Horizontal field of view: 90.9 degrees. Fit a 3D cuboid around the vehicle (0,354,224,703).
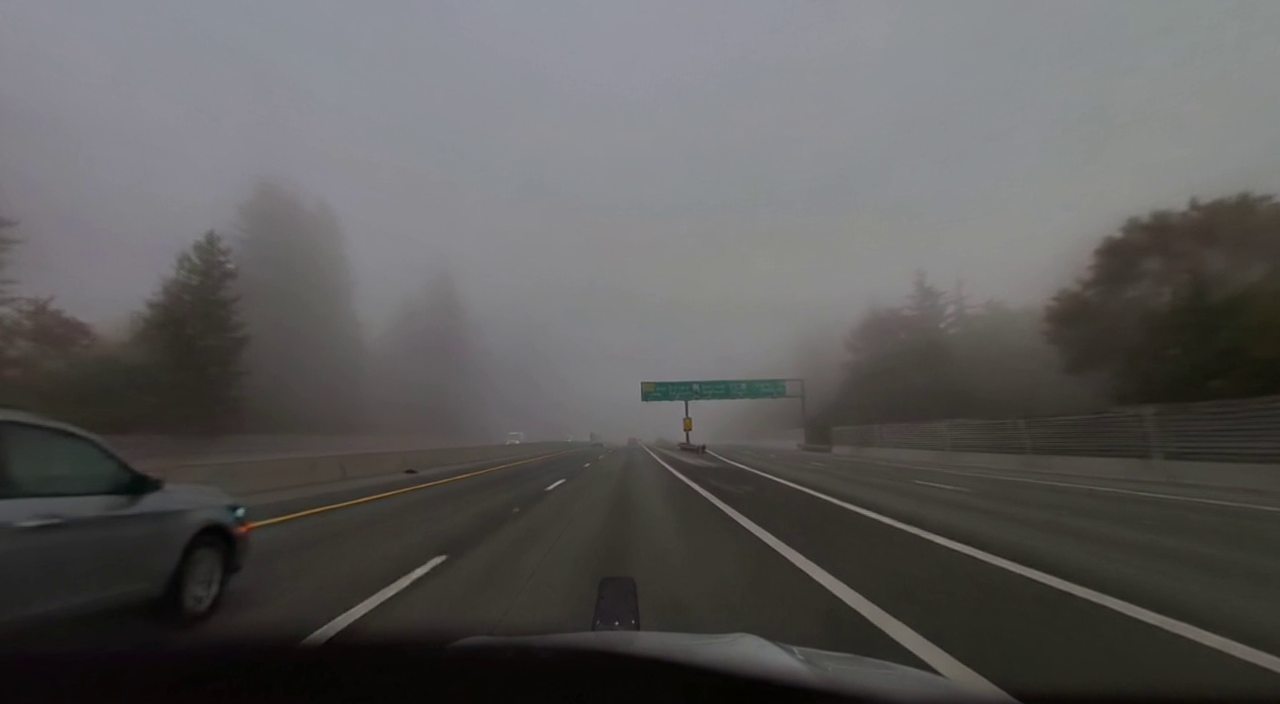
[{"bbox_3d":[-3.937,0.750,2.178,2.129,1.641,4.263,0,-7,-1],"label":"vehicle"}]
